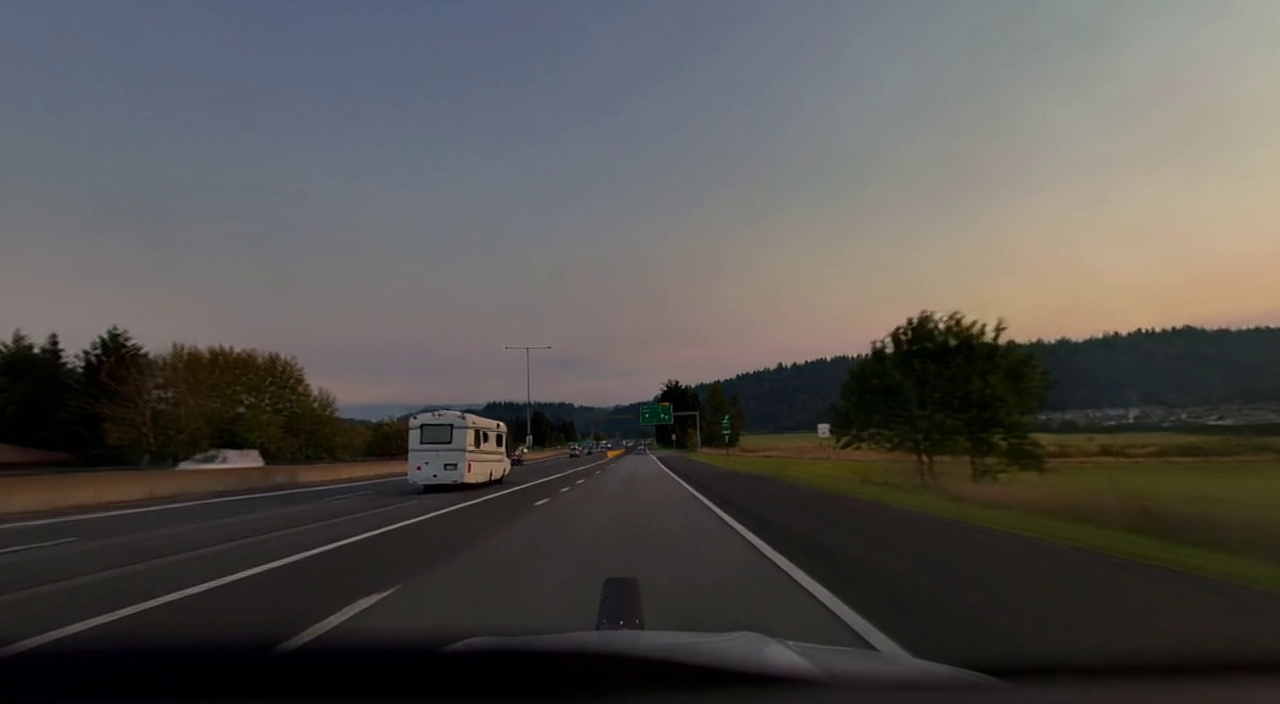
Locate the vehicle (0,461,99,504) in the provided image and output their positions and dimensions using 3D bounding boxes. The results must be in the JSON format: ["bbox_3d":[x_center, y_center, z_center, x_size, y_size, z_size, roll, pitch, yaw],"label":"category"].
[{"bbox_3d":[-23.626,4.979,24.443,1.890,1.433,3.874,0,-8,-1],"label":"vehicle"}]

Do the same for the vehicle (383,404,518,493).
[{"bbox_3d":[-6.998,3.745,24.687,2.747,2.934,7.411,0,-8,2],"label":"vehicle"}]

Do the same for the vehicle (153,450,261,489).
[{"bbox_3d":[-19.158,5.184,28.188,1.826,1.527,4.196,0,-8,0],"label":"vehicle"}]
